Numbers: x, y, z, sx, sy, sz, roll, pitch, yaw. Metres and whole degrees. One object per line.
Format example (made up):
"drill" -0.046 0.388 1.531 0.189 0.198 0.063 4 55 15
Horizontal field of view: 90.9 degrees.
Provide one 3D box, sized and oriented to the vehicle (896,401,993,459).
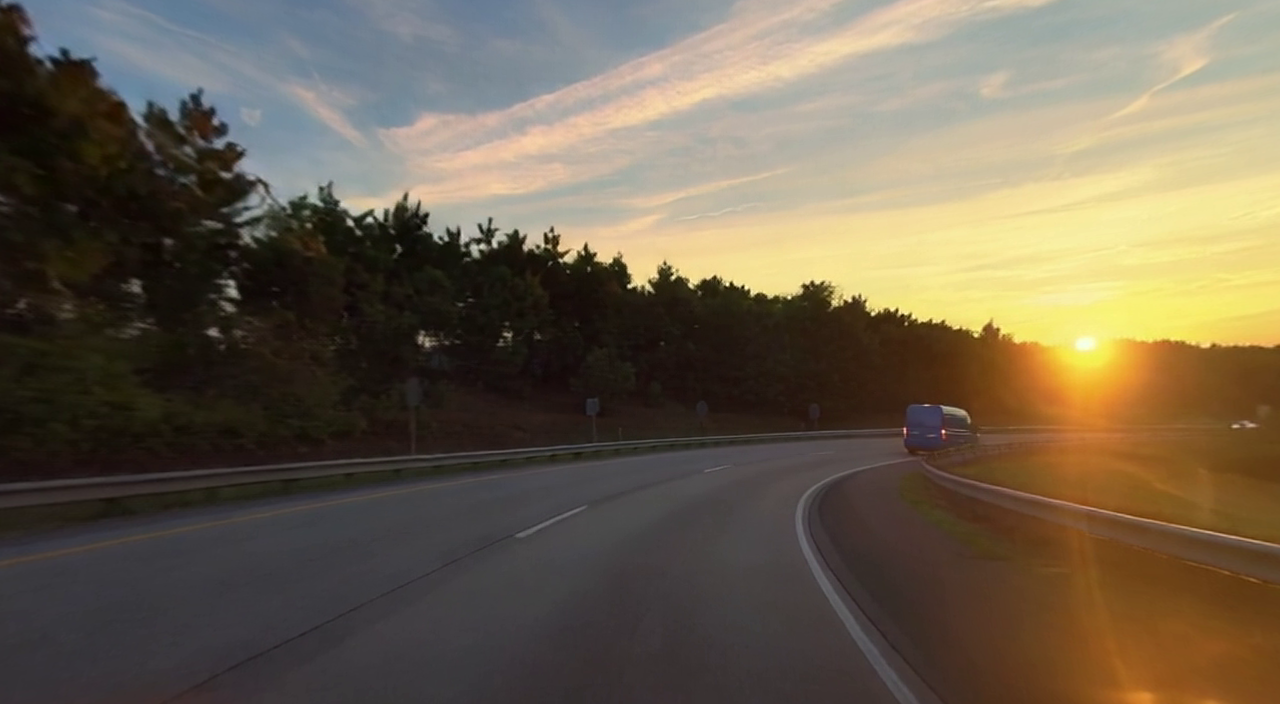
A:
"vehicle" 14.937 3.821 30.780 5.330 2.577 2.352 7 -11 -43
